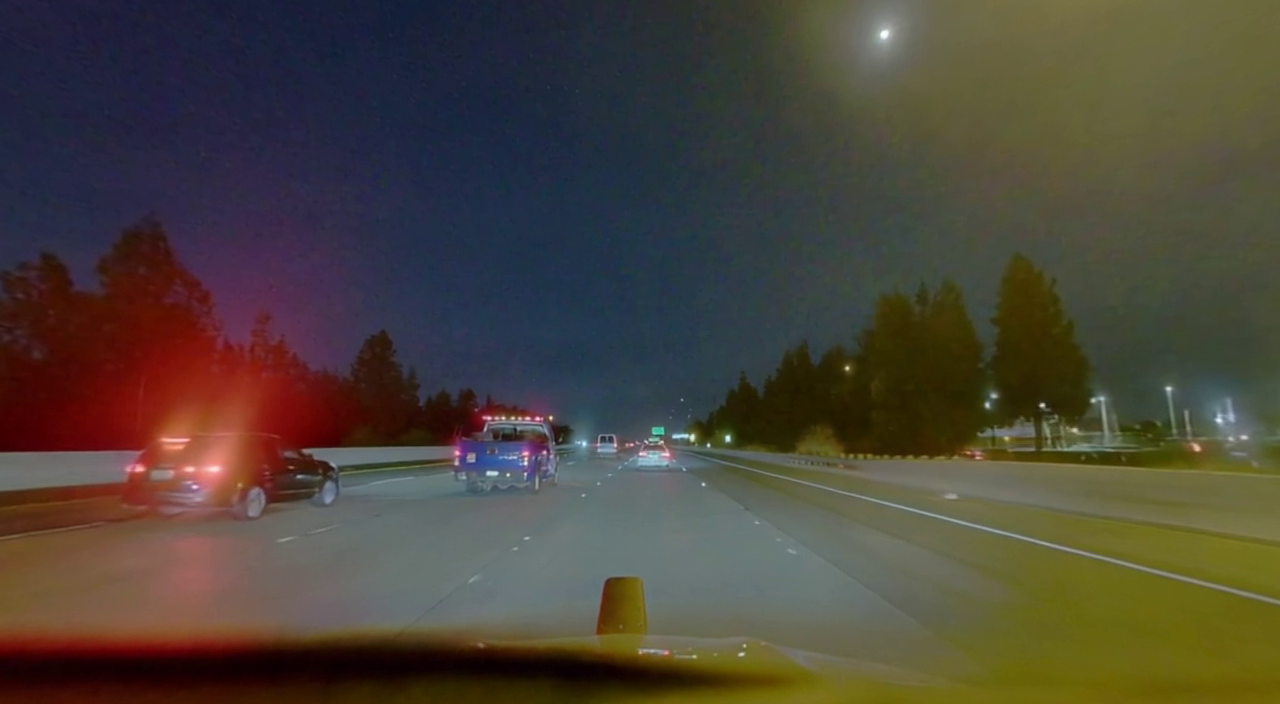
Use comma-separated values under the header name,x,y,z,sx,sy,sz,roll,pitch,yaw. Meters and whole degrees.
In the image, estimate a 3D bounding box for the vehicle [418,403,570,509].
name,x,y,z,sx,sy,sz,roll,pitch,yaw
vehicle,-3.161,2.430,15.082,2.292,2.070,5.532,0,-8,0

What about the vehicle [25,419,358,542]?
name,x,y,z,sx,sy,sz,roll,pitch,yaw
vehicle,-6.860,2.000,10.527,1.926,1.561,4.868,0,-8,1

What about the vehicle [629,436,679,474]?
name,x,y,z,sx,sy,sz,roll,pitch,yaw
vehicle,0.643,4.873,29.903,2.165,1.653,4.456,0,-8,1
